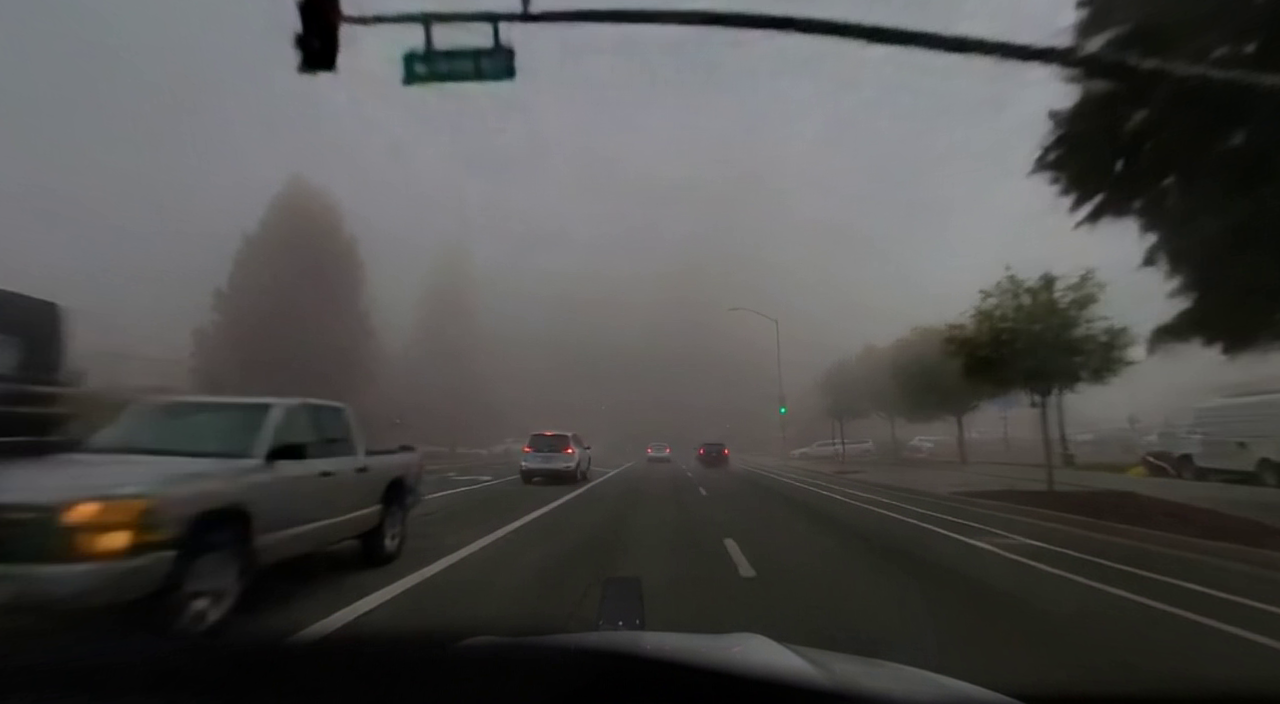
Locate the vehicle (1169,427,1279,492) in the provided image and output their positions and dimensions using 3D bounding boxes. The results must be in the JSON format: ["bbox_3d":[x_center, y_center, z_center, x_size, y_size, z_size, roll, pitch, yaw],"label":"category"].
[{"bbox_3d":[18.295,2.713,14.919,2.618,1.565,11.353,-3,-6,4],"label":"vehicle"}]

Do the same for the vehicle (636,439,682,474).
[{"bbox_3d":[0.808,4.615,28.101,1.917,1.418,3.987,0,-8,0],"label":"vehicle"}]

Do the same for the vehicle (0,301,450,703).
[{"bbox_3d":[-3.845,1.130,5.631,2.298,1.905,5.777,0,-8,2],"label":"vehicle"}]

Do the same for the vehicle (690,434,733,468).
[{"bbox_3d":[3.948,5.570,35.775,2.046,1.768,4.370,0,-8,2],"label":"vehicle"}]

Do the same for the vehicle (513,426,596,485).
[{"bbox_3d":[-2.774,3.501,21.667,2.092,1.779,4.468,0,-8,1],"label":"vehicle"}]
